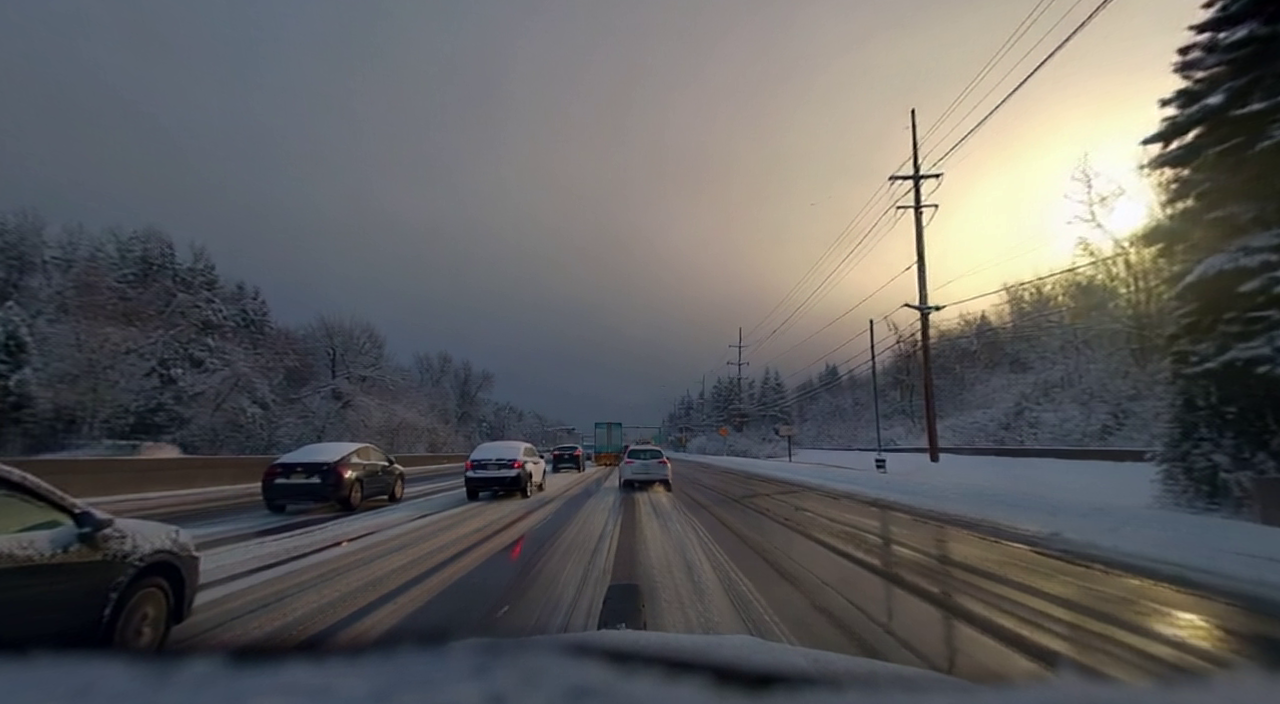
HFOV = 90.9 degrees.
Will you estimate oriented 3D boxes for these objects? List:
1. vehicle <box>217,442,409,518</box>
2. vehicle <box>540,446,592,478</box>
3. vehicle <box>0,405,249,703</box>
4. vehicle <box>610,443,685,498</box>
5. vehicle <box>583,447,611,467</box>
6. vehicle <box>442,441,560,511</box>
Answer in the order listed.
[{"bbox_3d":[-7.111,2.797,14.392,1.867,1.445,4.499,0,-9,1],"label":"vehicle"},{"bbox_3d":[-3.480,5.256,30.339,2.013,1.437,3.801,0,-9,0],"label":"vehicle"},{"bbox_3d":[-3.690,0.905,2.148,1.883,1.500,4.373,0,-9,0],"label":"vehicle"},{"bbox_3d":[0.172,3.548,19.367,2.018,1.470,4.491,0,-9,-1],"label":"vehicle"},{"bbox_3d":[-3.146,7.726,46.515,1.840,1.439,3.687,0,-9,0],"label":"vehicle"},{"bbox_3d":[-3.215,2.948,15.495,1.912,1.464,4.115,0,-9,1],"label":"vehicle"}]
